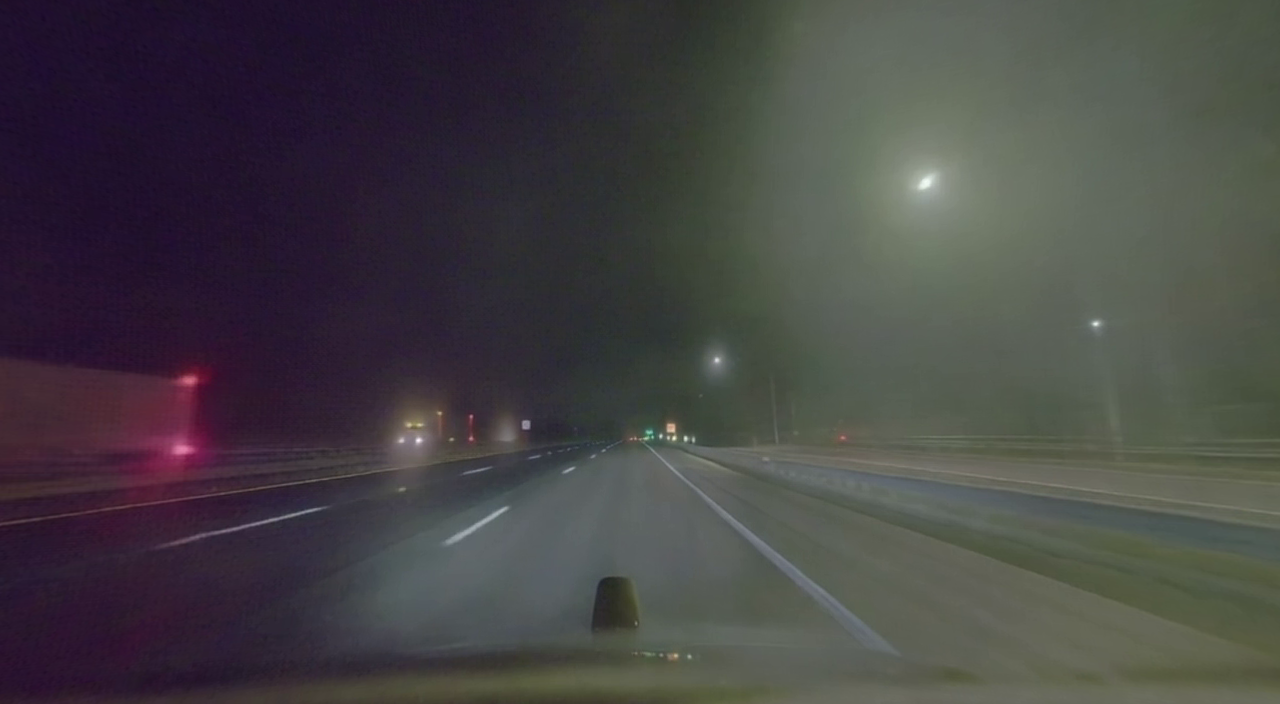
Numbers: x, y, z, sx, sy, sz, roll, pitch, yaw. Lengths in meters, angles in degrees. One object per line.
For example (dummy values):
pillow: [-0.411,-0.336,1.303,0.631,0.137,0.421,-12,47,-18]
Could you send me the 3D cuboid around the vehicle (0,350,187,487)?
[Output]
vehicle: [-20.063,2.369,21.429,2.880,3.962,8.395,0,-8,0]
